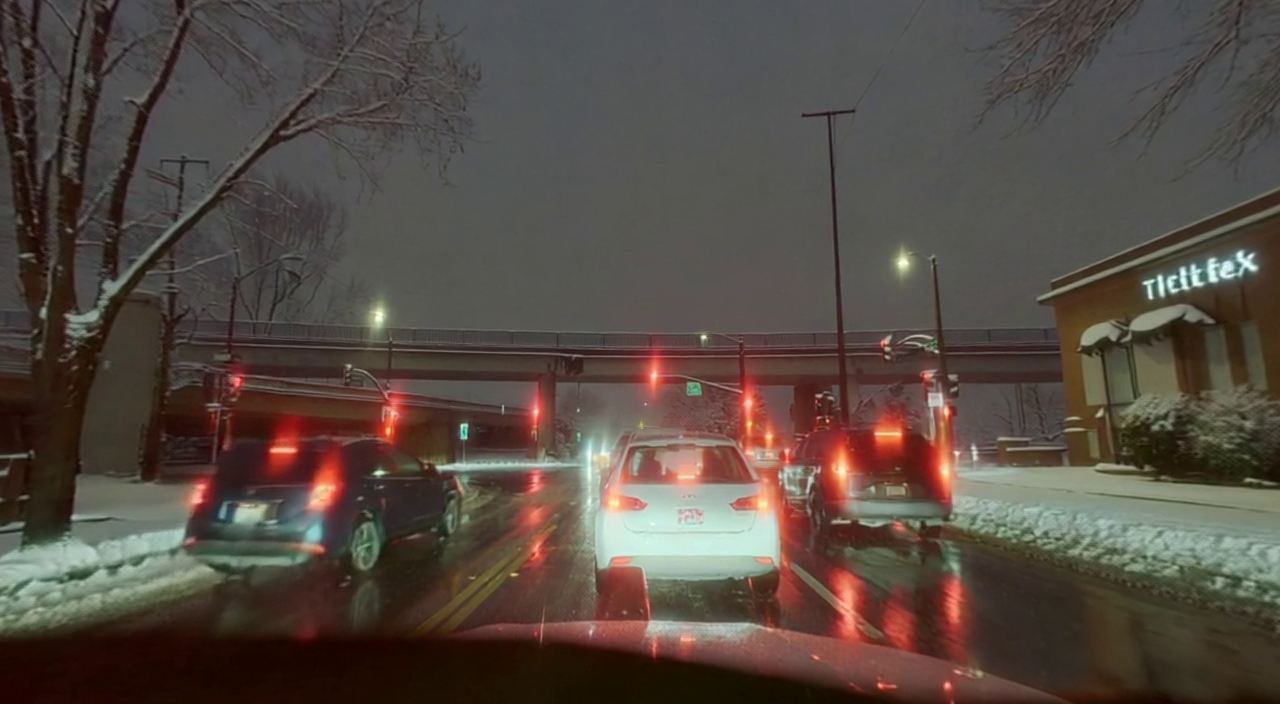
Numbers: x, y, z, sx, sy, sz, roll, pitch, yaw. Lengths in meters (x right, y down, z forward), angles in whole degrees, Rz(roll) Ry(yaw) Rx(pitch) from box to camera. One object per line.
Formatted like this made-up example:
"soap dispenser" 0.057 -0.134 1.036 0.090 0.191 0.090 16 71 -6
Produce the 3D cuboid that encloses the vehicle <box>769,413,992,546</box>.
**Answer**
"vehicle" 3.731 2.067 10.857 2.062 1.781 4.488 0 -8 0

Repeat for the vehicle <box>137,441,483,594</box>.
"vehicle" -3.879 2.000 8.714 2.082 1.484 4.865 0 -8 1

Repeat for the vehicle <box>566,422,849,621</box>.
"vehicle" 0.520 1.583 6.875 2.101 1.467 4.210 0 -8 1
